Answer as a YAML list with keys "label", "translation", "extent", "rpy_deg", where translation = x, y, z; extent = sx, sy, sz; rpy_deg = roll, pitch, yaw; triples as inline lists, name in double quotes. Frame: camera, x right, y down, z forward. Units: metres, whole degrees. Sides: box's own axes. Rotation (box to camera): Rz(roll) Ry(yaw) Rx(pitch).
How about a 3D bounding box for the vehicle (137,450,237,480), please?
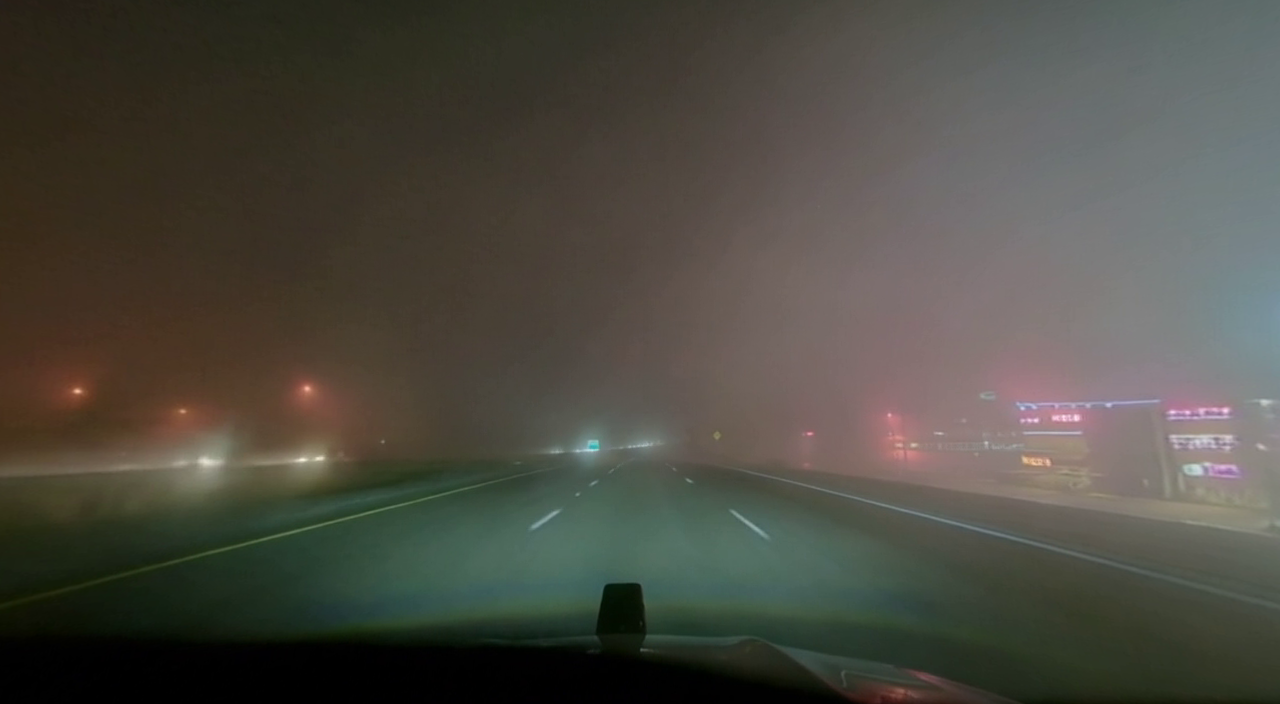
- label: "vehicle"
  translation: [-24.806, 6.162, 34.784]
  extent: [2.049, 1.499, 4.699]
  rpy_deg: [0, -8, 0]
